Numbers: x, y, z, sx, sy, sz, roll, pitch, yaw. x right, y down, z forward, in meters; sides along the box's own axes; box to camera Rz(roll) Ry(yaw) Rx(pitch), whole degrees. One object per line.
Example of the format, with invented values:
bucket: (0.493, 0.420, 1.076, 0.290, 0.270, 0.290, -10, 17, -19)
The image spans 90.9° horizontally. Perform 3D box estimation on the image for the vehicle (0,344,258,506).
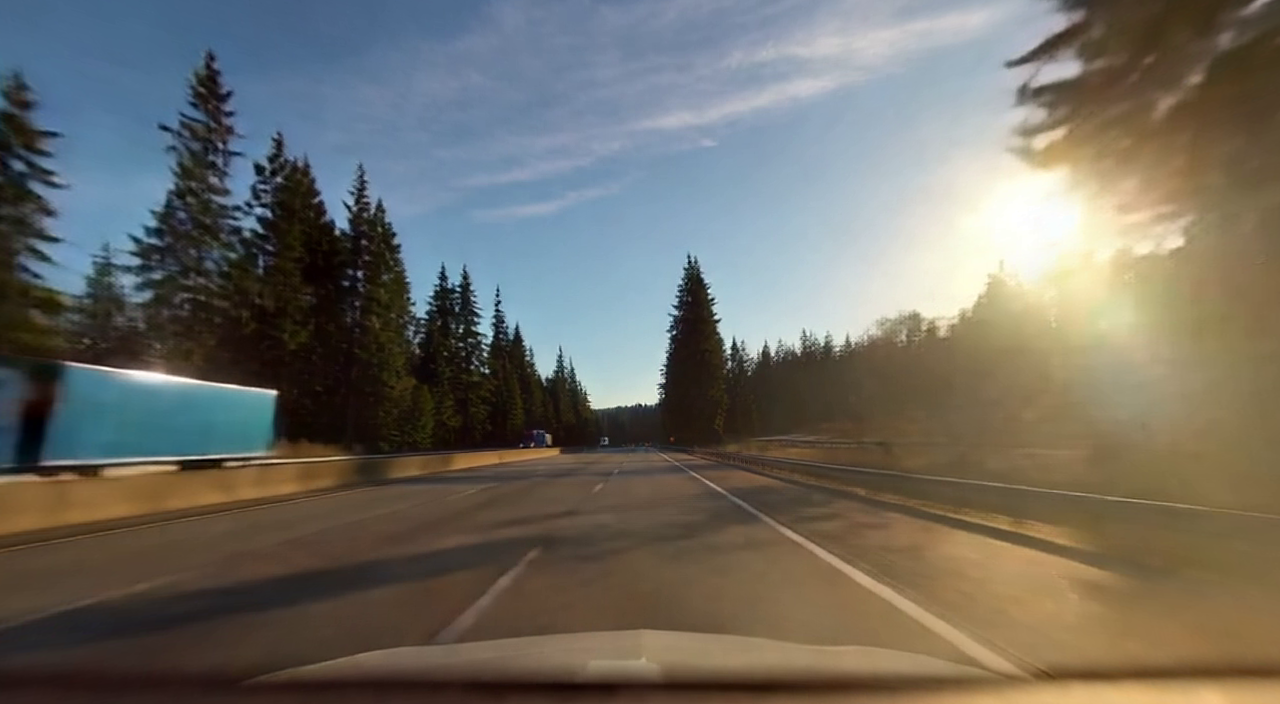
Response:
vehicle: (-17.226, 2.469, 20.087, 2.939, 3.962, 11.102, 0, -8, 1)
